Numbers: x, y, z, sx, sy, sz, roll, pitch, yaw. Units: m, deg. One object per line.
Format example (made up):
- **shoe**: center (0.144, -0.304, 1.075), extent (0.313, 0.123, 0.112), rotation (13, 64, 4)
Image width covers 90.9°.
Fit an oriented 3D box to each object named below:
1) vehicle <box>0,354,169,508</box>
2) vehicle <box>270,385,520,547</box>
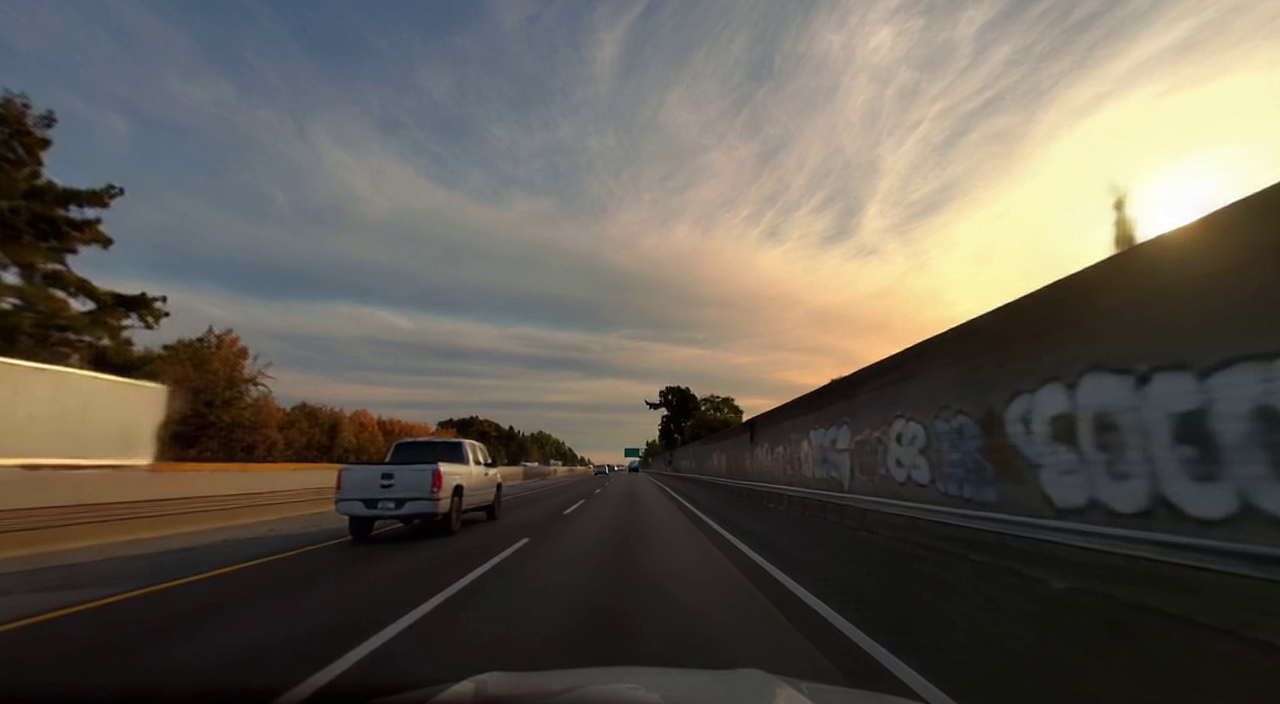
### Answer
- **vehicle**: center (-17.634, 1.844, 15.194), extent (2.927, 3.827, 12.466), rotation (1, -11, -1)
- **vehicle**: center (-4.306, 2.285, 12.696), extent (2.597, 2.434, 6.020), rotation (1, -10, 0)
